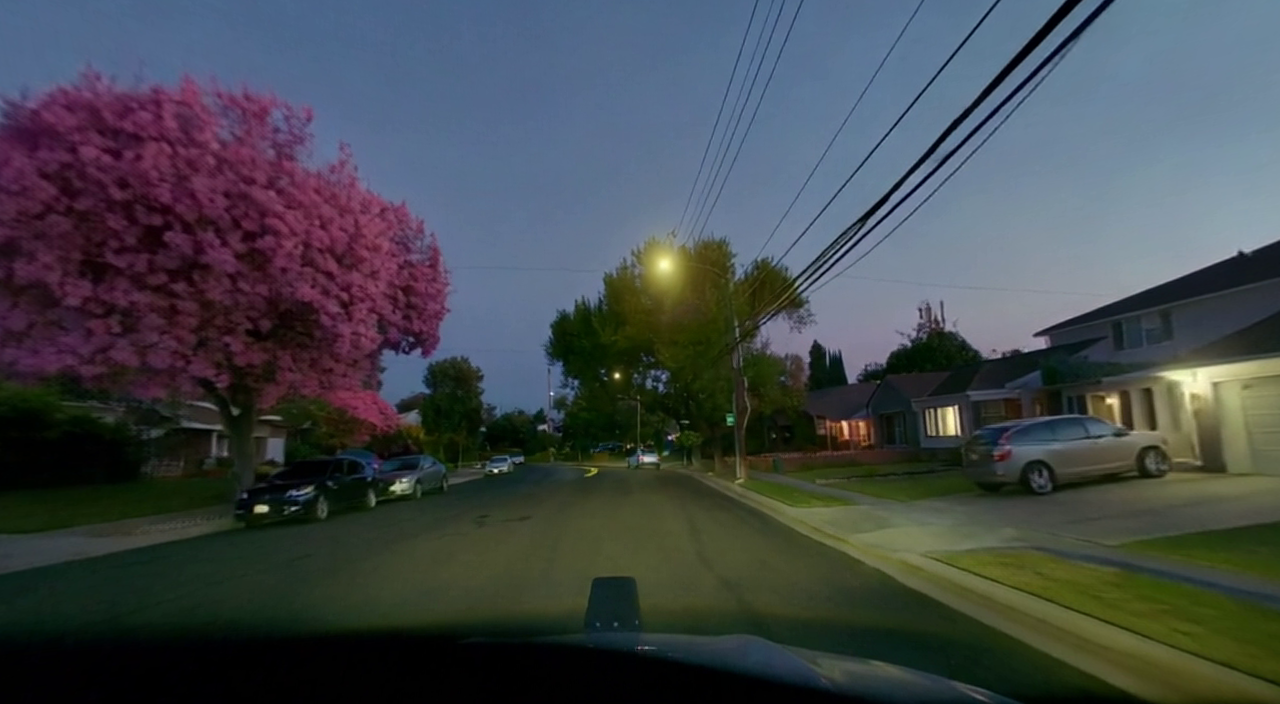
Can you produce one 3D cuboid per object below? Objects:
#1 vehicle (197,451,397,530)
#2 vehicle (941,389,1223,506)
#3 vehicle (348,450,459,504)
[{"bbox_3d":[-7.594,3.060,14.658,2.034,1.493,4.524,0,-9,1],"label":"vehicle"},{"bbox_3d":[8.600,1.904,12.619,4.025,1.738,1.920,-6,-9,-1],"label":"vehicle"},{"bbox_3d":[-7.345,3.883,20.140,1.896,1.484,4.298,0,-9,0],"label":"vehicle"}]
